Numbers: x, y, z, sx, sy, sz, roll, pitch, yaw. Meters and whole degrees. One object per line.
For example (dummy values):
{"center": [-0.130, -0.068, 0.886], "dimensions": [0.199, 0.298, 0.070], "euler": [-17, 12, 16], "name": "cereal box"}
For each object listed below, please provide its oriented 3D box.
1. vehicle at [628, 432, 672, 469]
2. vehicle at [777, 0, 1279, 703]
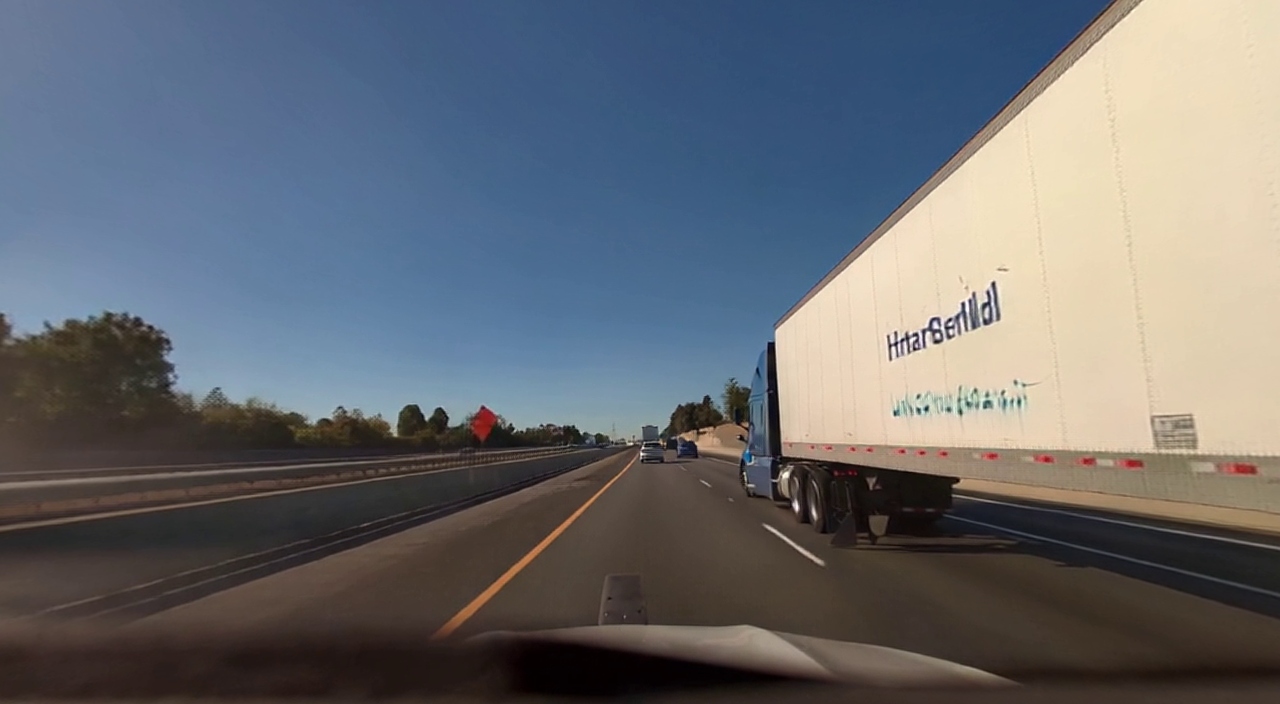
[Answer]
{"center": [0.545, 5.327, 34.216], "dimensions": [2.205, 1.860, 4.301], "euler": [-1, -8, 1], "name": "vehicle"}
{"center": [3.930, -0.106, 3.716], "dimensions": [3.019, 4.145, 16.453], "euler": [-1, -8, 2], "name": "vehicle"}
